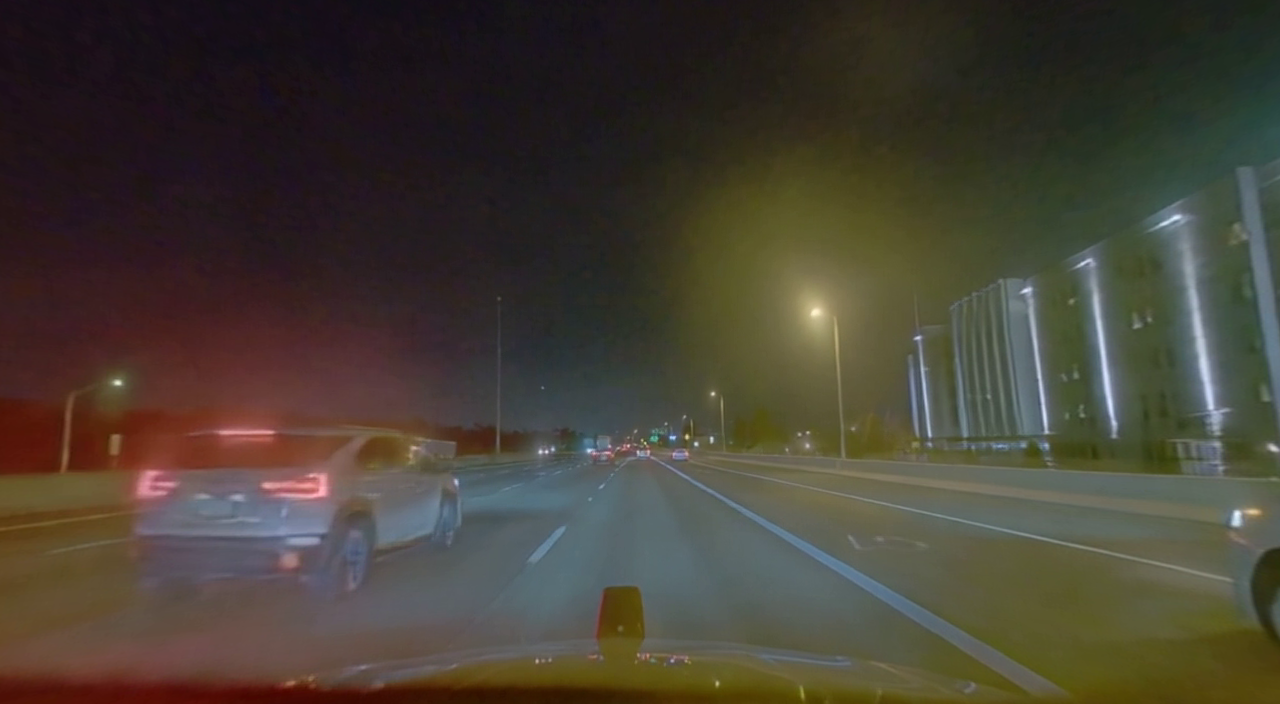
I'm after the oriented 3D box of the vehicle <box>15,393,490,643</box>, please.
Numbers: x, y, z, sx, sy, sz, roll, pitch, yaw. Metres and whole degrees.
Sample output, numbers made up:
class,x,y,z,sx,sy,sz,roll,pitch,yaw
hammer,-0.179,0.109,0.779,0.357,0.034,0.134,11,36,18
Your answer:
class,x,y,z,sx,sy,sz,roll,pitch,yaw
vehicle,-3.275,1.519,6.837,2.075,1.721,4.763,0,-9,1
